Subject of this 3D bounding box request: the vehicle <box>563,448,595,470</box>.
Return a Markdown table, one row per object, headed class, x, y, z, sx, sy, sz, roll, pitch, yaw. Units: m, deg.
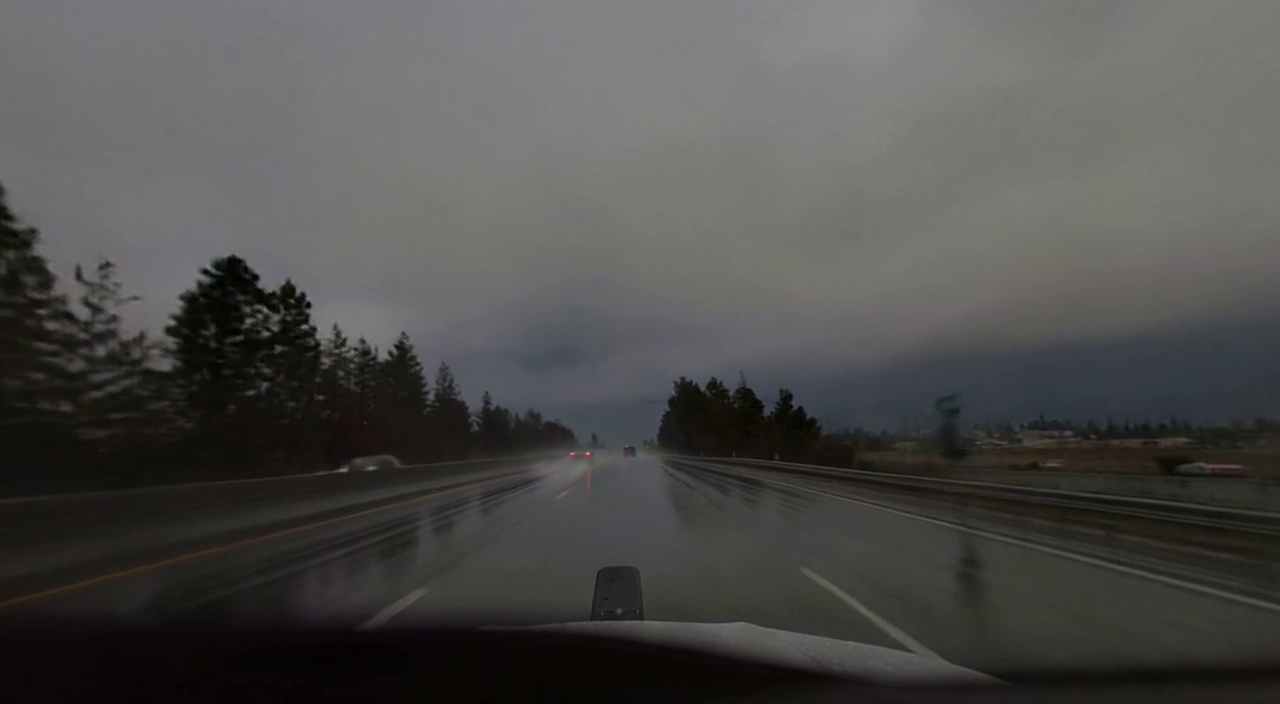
| class | x | y | z | sx | sy | sz | roll | pitch | yaw |
| --- | --- | --- | --- | --- | --- | --- | --- | --- | --- |
| vehicle | -4.372 | 7.716 | 45.692 | 1.970 | 1.492 | 3.944 | 0 | -9 | 0 |
